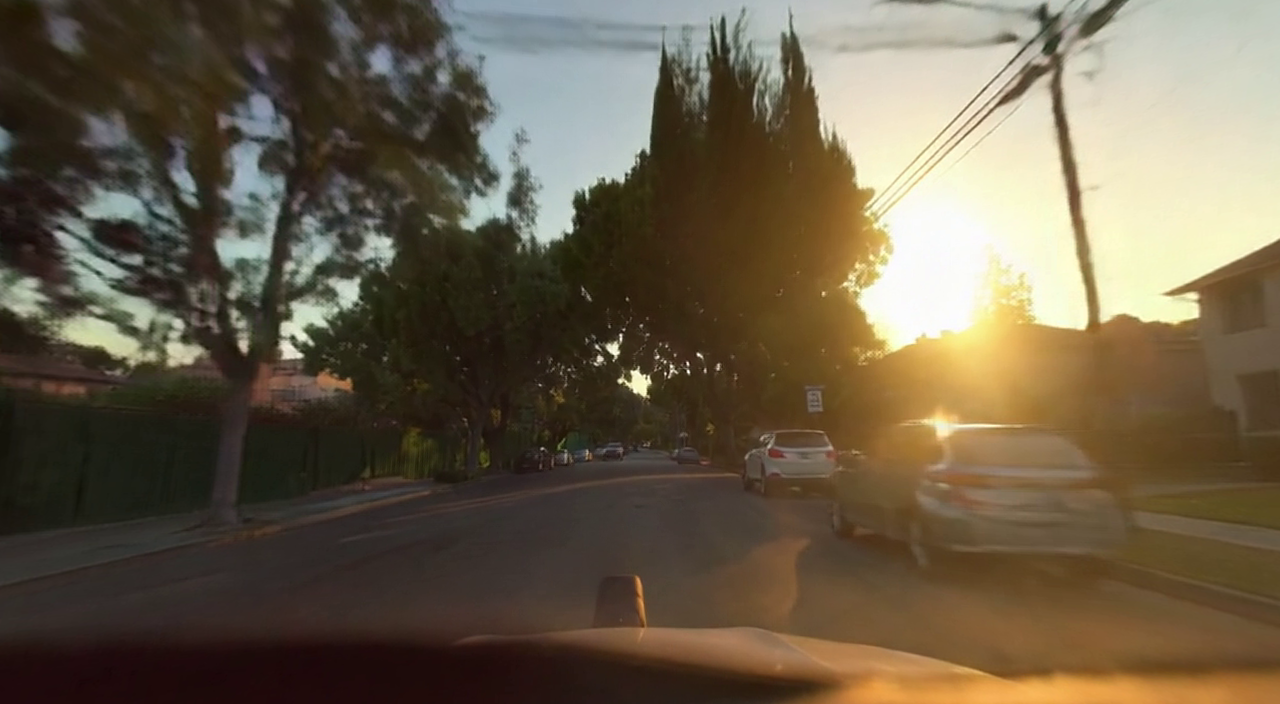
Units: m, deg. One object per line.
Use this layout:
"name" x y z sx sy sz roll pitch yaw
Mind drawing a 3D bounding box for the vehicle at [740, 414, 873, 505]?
"vehicle" 4.099 2.727 16.407 2.220 2.045 4.139 0 -8 -1

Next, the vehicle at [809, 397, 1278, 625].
"vehicle" 3.636 1.522 7.167 2.122 1.673 4.876 0 -8 1
